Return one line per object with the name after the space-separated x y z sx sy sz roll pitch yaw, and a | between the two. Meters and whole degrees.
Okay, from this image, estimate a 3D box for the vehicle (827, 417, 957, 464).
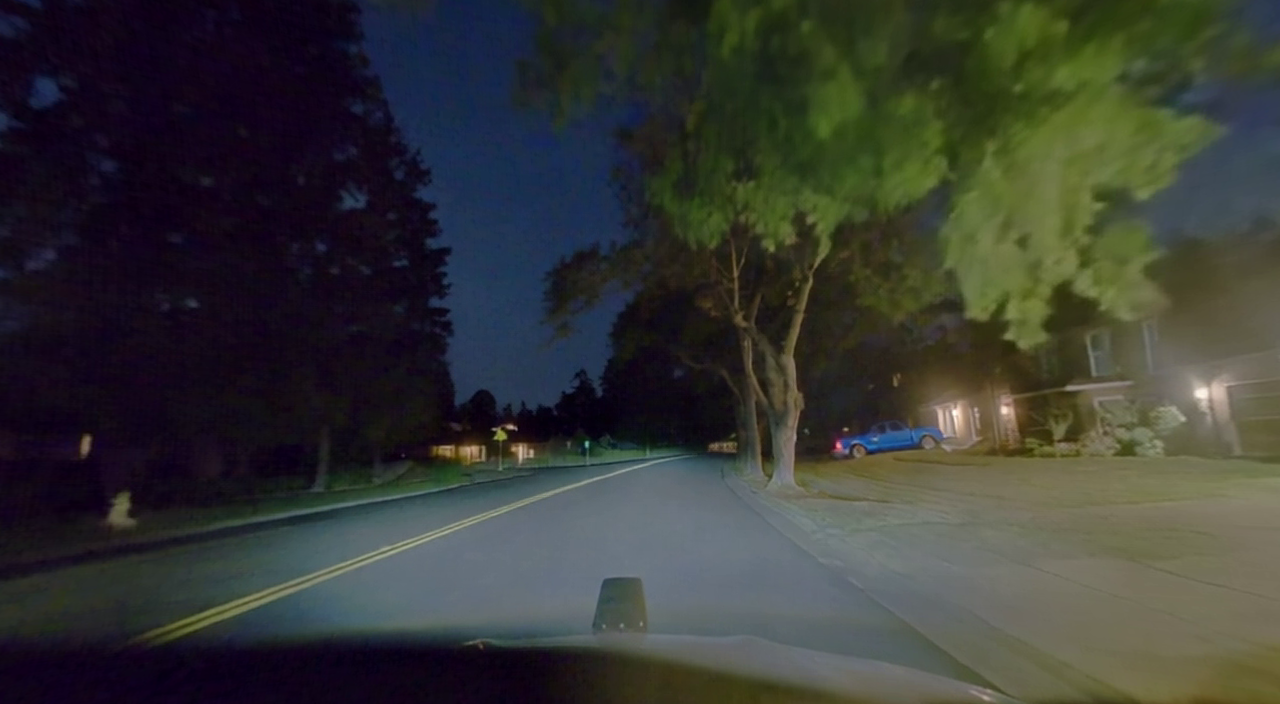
12.731 4.576 32.305 5.704 1.788 2.095 -7 -11 11 | vehicle

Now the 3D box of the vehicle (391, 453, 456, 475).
-16.748 8.675 48.824 4.270 1.481 1.972 -4 -9 12 | vehicle

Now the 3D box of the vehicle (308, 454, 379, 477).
-23.482 8.967 49.991 4.751 1.489 2.052 -5 -9 9 | vehicle
